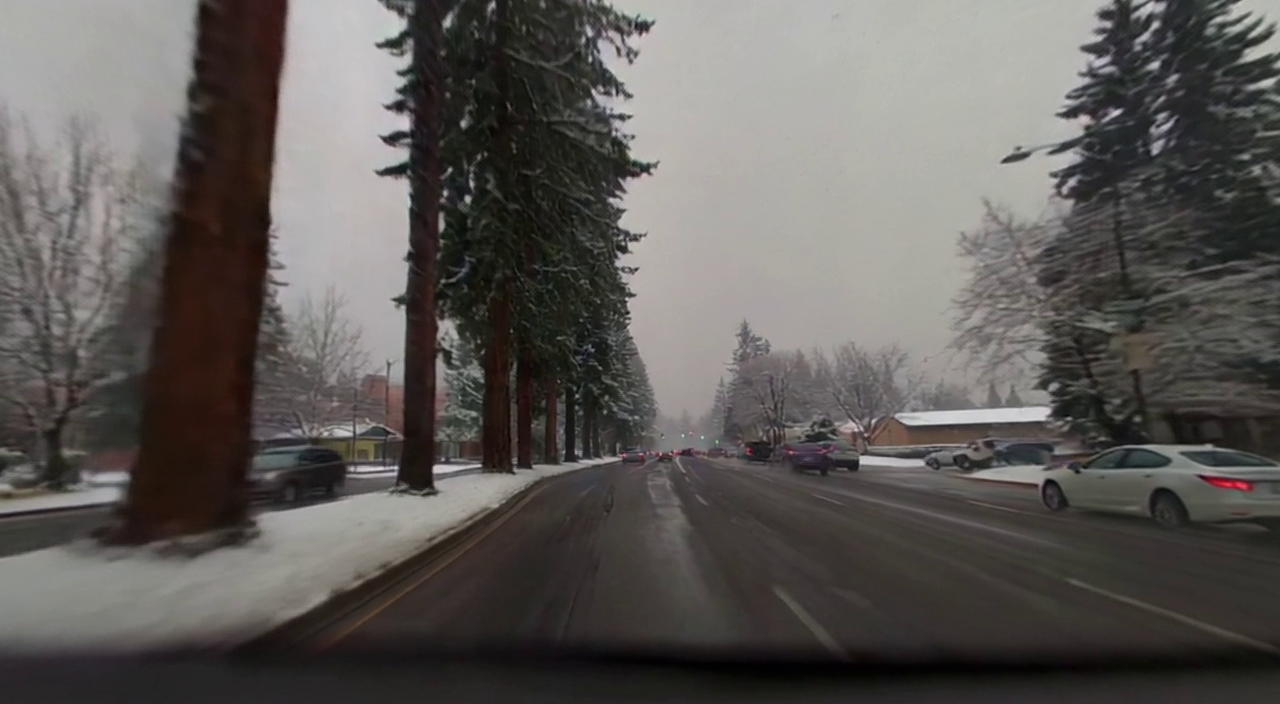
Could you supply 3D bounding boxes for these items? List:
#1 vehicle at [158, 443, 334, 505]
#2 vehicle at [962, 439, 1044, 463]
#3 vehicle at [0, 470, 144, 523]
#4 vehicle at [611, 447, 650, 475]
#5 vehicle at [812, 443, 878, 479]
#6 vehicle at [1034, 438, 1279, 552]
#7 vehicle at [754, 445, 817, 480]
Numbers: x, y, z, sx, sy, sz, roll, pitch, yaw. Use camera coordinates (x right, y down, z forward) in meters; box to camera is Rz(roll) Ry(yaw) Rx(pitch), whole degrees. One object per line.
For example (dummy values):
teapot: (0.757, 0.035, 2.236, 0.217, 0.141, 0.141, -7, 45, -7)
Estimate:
vehicle: (-14.791, 4.587, 24.372, 2.879, 2.048, 5.861, -1, -9, 2)
vehicle: (27.867, 7.594, 48.658, 5.026, 1.733, 2.014, 0, -8, 2)
vehicle: (-18.322, 4.492, 20.063, 1.769, 1.344, 3.947, -1, -9, 3)
vehicle: (-0.512, 6.184, 35.949, 2.077, 1.477, 3.897, 0, -9, 0)
vehicle: (10.366, 5.511, 32.279, 1.945, 1.687, 4.292, 0, -9, 1)
vehicle: (9.154, 2.275, 10.848, 1.888, 1.508, 4.646, -1, -9, 2)
vehicle: (6.601, 5.046, 29.093, 2.020, 1.472, 3.958, 0, -9, 2)
